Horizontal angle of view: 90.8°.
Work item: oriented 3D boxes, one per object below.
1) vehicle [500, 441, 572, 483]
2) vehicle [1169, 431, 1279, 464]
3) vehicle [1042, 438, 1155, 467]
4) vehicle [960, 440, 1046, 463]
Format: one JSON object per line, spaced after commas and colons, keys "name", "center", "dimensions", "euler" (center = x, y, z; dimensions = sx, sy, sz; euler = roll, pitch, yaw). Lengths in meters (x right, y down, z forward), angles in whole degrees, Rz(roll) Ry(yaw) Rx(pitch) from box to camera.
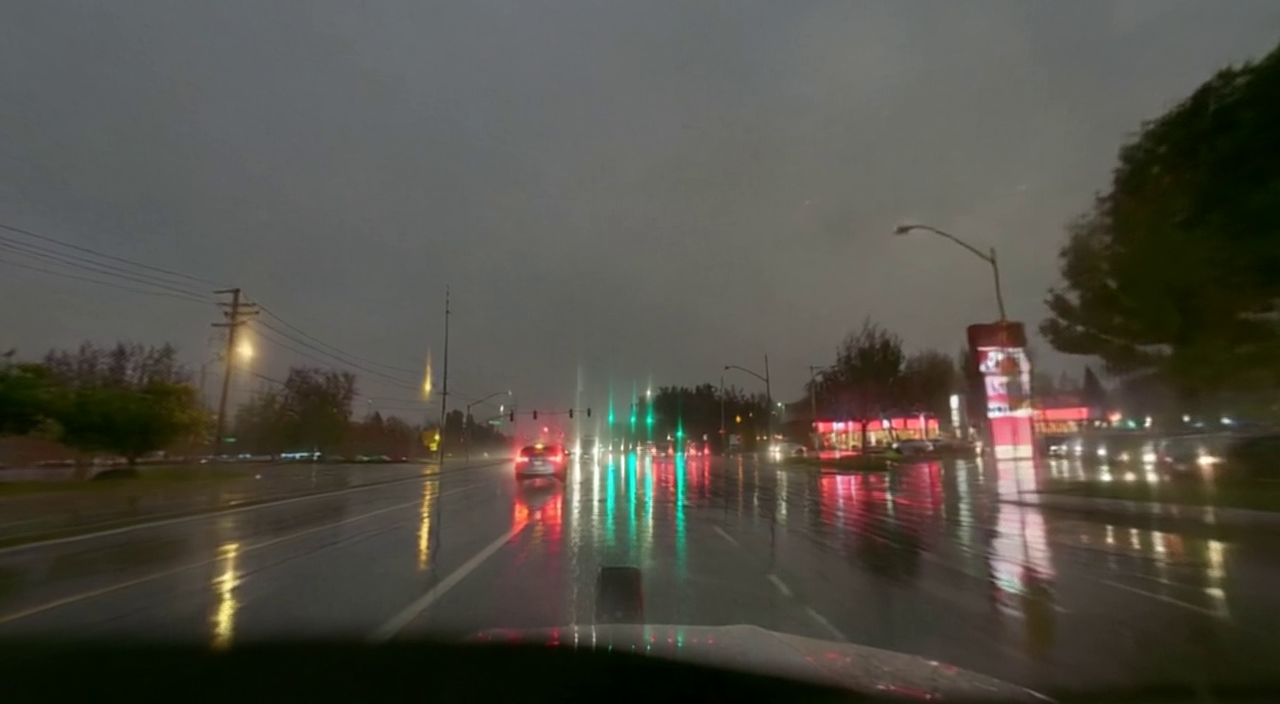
{"name": "vehicle", "center": [-3.992, 4.322, 25.079], "dimensions": [2.097, 1.497, 4.571], "euler": [0, -8, 0]}
{"name": "vehicle", "center": [30.019, 4.827, 31.816], "dimensions": [4.656, 1.564, 1.950], "euler": [-4, -9, 22]}
{"name": "vehicle", "center": [24.741, 5.425, 34.336], "dimensions": [4.554, 1.470, 2.020], "euler": [-4, -9, 24]}
{"name": "vehicle", "center": [24.903, 6.820, 43.538], "dimensions": [4.799, 1.497, 1.952], "euler": [-4, -9, 22]}
